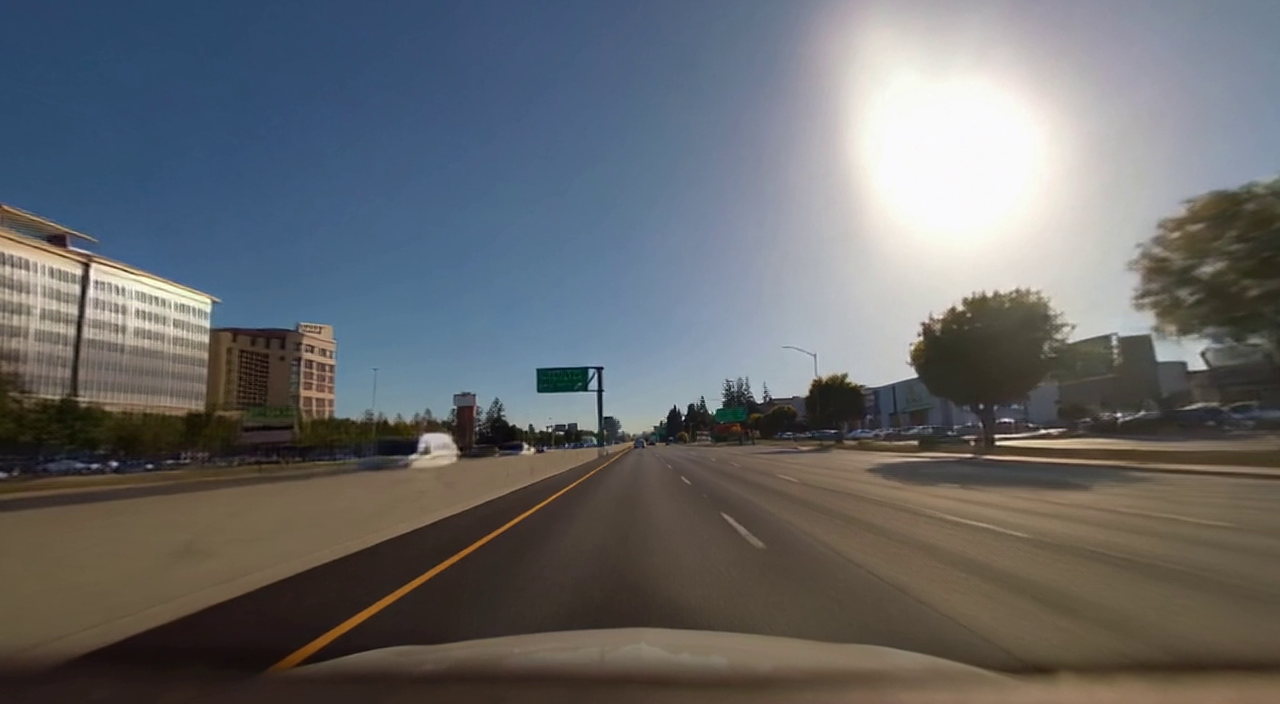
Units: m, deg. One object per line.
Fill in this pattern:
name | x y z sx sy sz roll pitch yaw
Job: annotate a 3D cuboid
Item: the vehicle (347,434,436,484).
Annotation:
vehicle | -11.141 4.819 28.727 2.112 2.072 4.744 0 -8 0
